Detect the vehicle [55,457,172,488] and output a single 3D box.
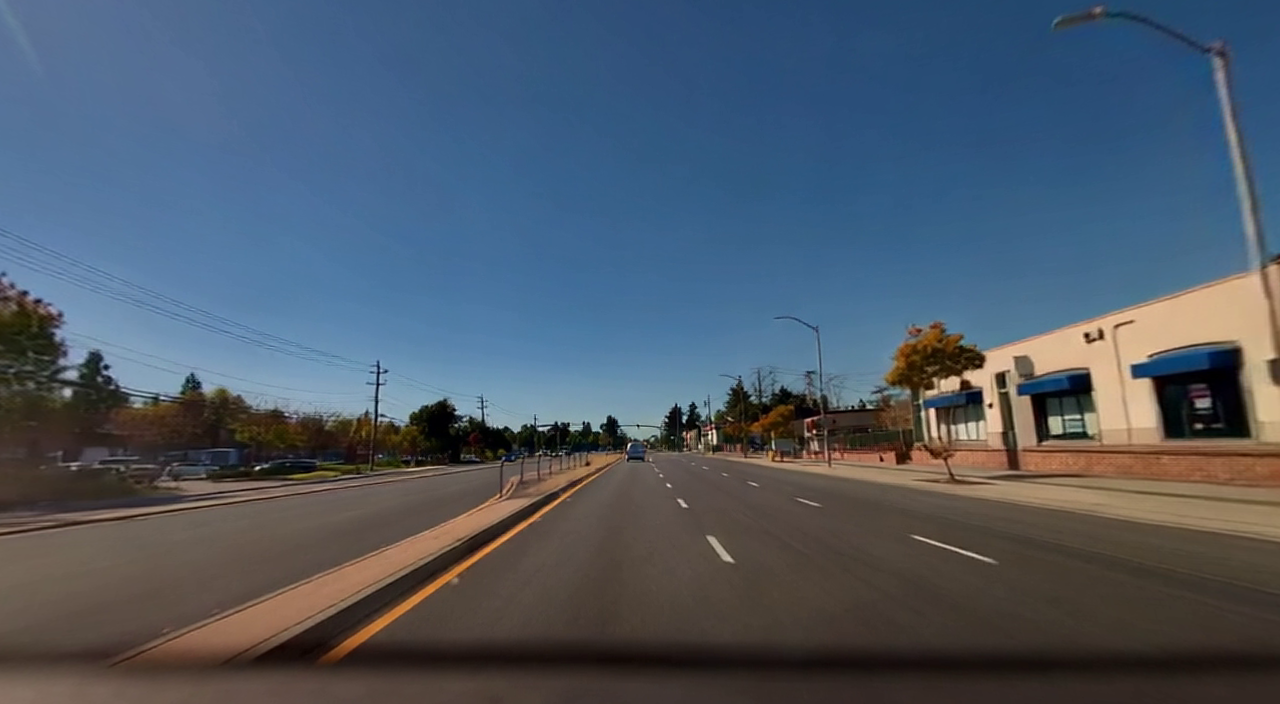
[{"bbox_3d":[-31.059,7.109,37.412,4.919,1.720,2.217,0,-9,1],"label":"vehicle"}]
